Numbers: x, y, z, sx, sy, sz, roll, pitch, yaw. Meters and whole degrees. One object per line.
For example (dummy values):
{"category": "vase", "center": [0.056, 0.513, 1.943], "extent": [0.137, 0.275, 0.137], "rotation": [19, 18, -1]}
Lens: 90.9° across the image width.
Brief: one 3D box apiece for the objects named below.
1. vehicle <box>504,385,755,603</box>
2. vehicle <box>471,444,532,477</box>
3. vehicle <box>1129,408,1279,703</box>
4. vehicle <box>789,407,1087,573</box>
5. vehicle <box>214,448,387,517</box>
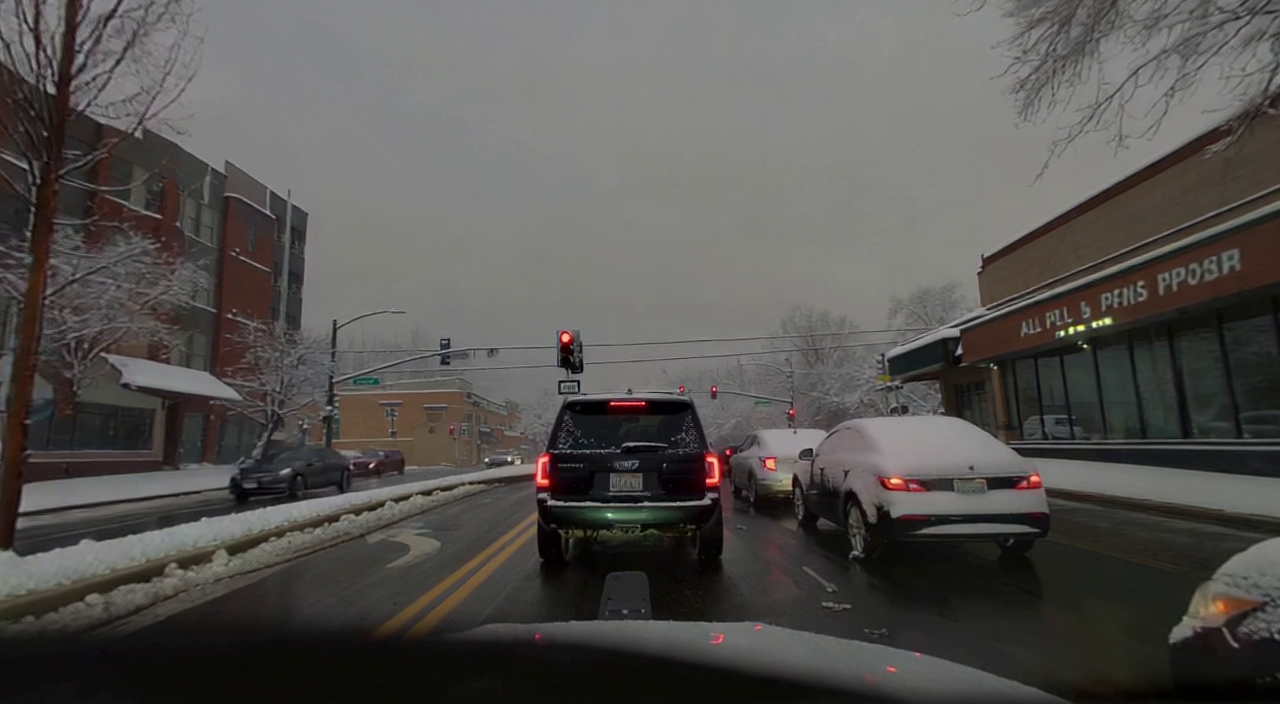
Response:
{"category": "vehicle", "center": [-0.009, 1.537, 7.669], "extent": [2.154, 1.861, 4.280], "rotation": [0, -8, 2]}
{"category": "vehicle", "center": [-7.800, 6.150, 35.972], "extent": [2.095, 1.730, 4.607], "rotation": [-1, -8, 4]}
{"category": "vehicle", "center": [3.370, 0.728, 0.806], "extent": [1.884, 1.484, 4.609], "rotation": [0, -8, 2]}
{"category": "vehicle", "center": [3.620, 1.756, 8.787], "extent": [2.036, 1.719, 4.318], "rotation": [0, -8, 0]}
{"category": "vehicle", "center": [-8.291, 3.179, 15.958], "extent": [1.930, 1.484, 4.252], "rotation": [0, -8, 2]}
